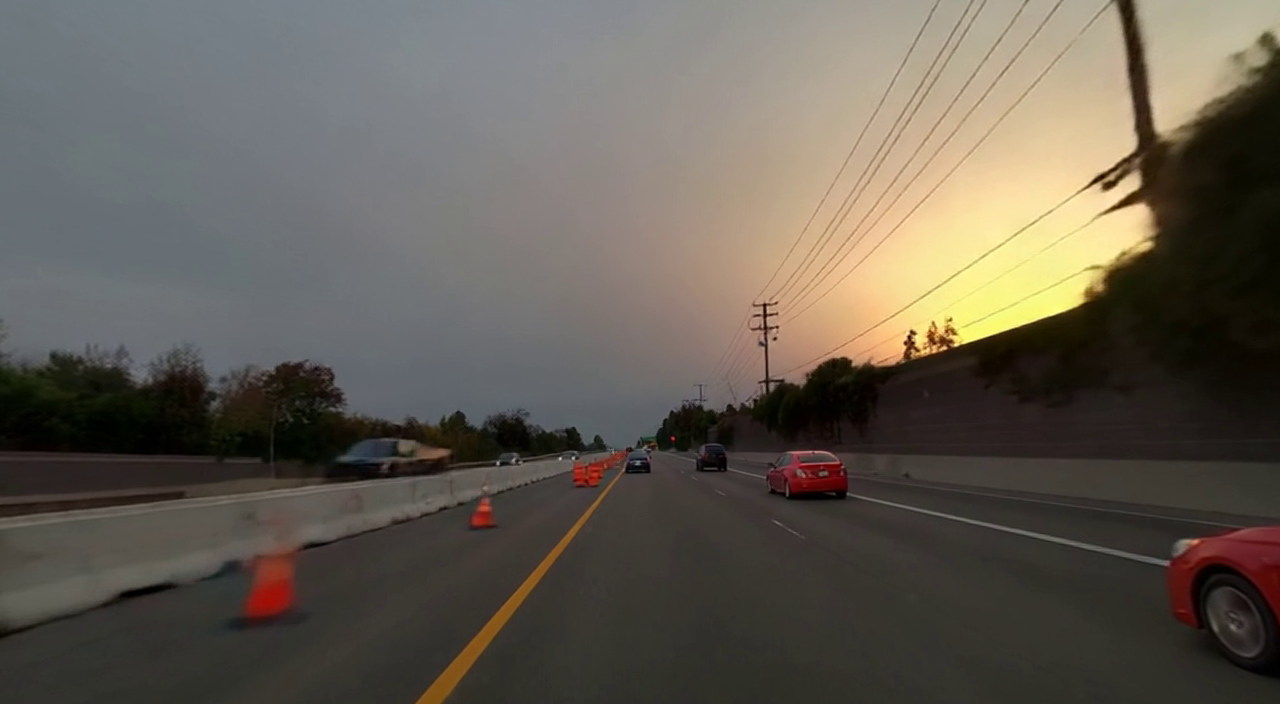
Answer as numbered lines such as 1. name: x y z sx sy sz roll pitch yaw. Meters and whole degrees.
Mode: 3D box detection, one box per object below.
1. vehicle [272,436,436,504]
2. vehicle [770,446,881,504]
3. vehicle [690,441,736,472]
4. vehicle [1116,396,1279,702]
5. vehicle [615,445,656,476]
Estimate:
1. vehicle: -8.000 3.323 18.350 2.308 1.694 4.945 0 -8 2
2. vehicle: 5.020 3.366 17.724 1.881 1.409 4.016 0 -8 0
3. vehicle: 5.001 7.203 43.859 2.559 1.943 5.610 0 -8 1
4. vehicle: 4.310 0.843 2.045 1.997 1.568 4.529 0 -8 0
5. vehicle: -0.207 5.911 34.581 2.096 1.583 4.150 0 -8 1
